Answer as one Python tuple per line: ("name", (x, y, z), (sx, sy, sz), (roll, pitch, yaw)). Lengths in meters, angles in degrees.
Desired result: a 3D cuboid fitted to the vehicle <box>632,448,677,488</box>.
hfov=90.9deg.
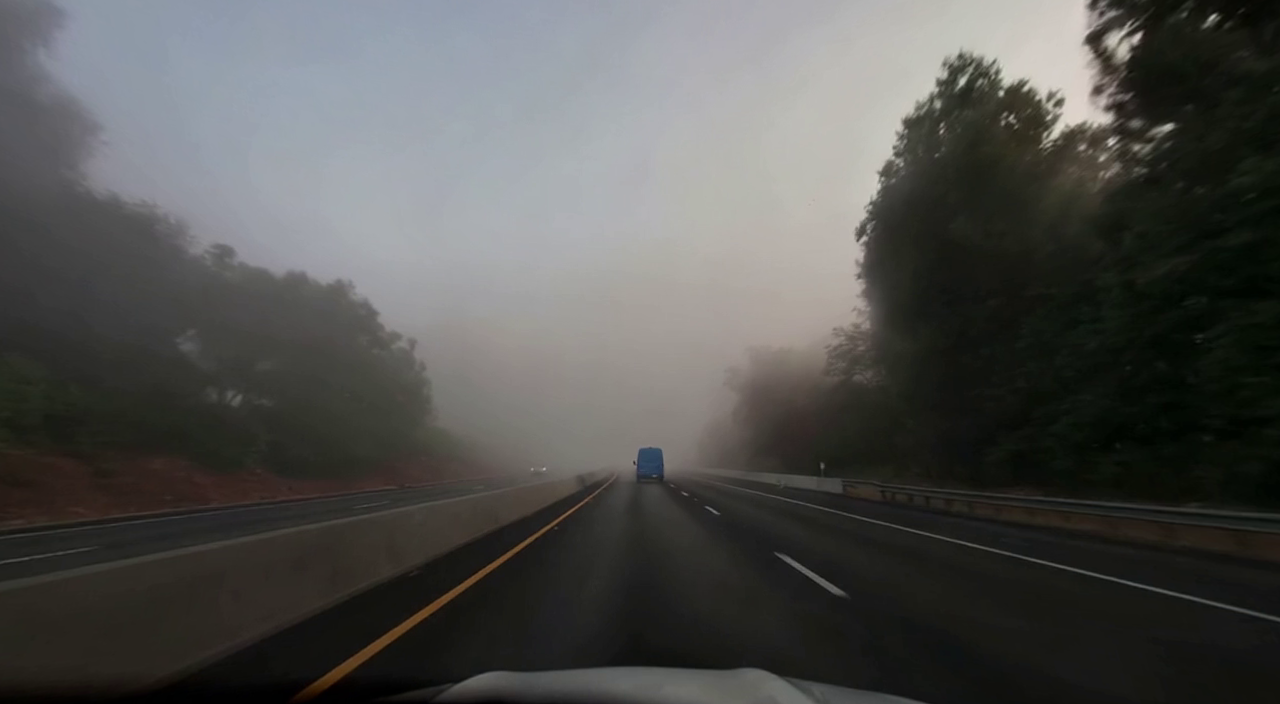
("vehicle", (0.784, 6.894, 37.371), (2.429, 2.167, 4.558), (1, -11, -2))
